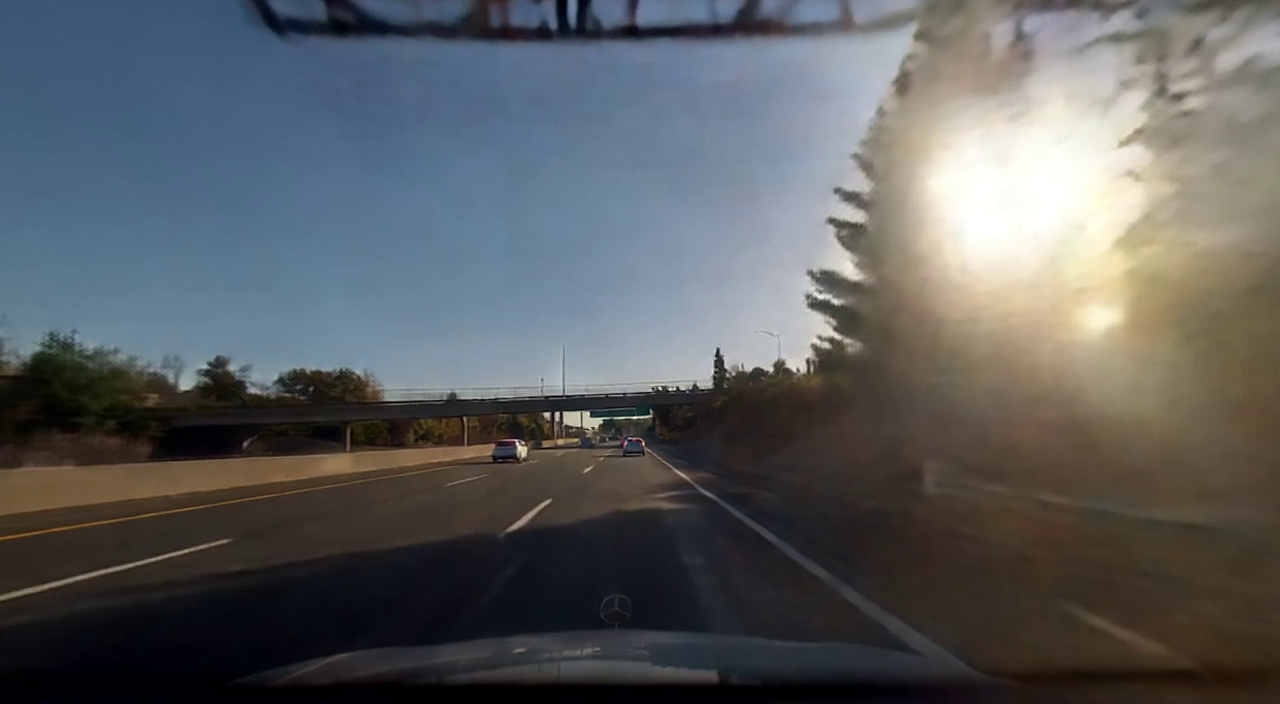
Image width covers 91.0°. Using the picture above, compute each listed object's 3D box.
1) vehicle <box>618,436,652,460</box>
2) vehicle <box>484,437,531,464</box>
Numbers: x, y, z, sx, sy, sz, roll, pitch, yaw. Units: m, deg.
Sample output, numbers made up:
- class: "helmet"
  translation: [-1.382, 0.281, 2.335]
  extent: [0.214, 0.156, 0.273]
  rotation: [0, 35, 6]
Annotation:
- class: "vehicle"
  translation: [-0.334, 6.008, 39.485]
  extent: [2.072, 1.440, 3.690]
  rotation: [0, -8, -1]
- class: "vehicle"
  translation: [-8.044, 6.017, 38.563]
  extent: [1.939, 1.504, 4.727]
  rotation: [0, -8, -1]
